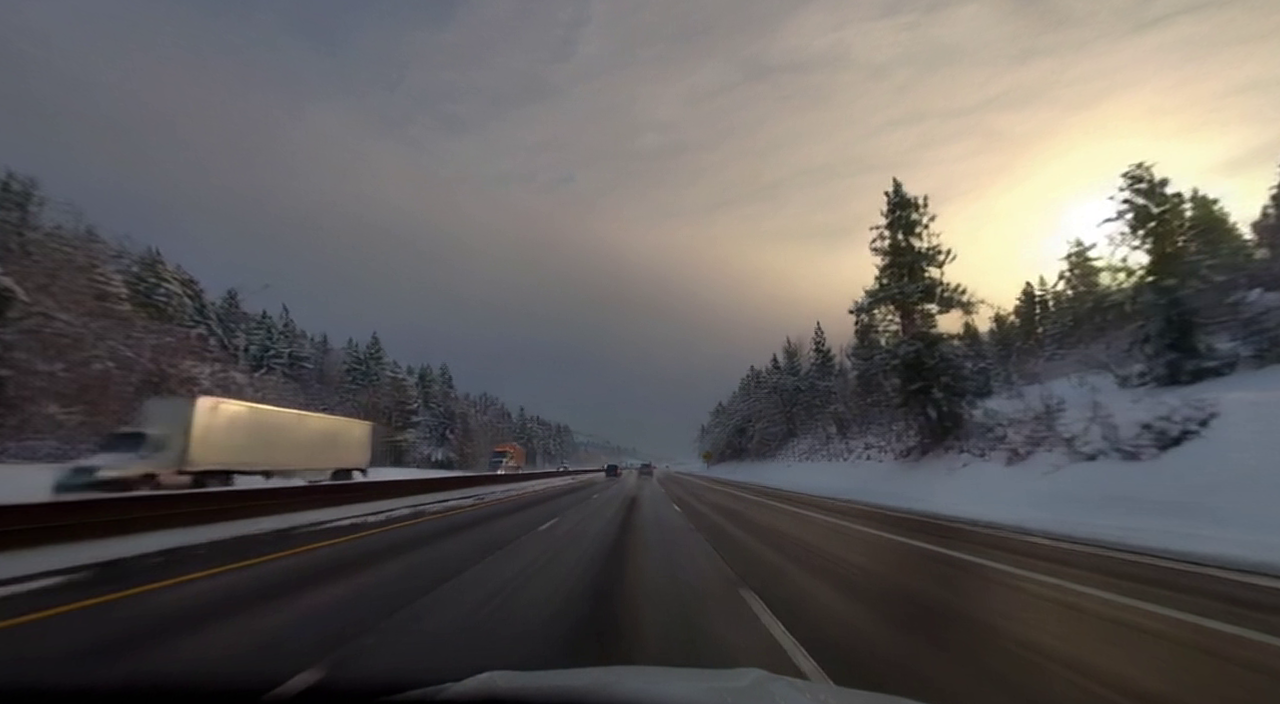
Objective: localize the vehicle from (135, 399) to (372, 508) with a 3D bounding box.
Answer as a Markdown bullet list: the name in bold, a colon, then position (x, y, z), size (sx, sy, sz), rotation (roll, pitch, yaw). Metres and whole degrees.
- **vehicle**: position (-16.953, 4.896, 29.660), size (2.806, 3.974, 12.703), rotation (1, -11, 1)

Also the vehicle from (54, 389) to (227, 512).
- **vehicle**: position (-17.096, 3.441, 21.877), size (2.964, 3.880, 3.101), rotation (1, -11, 1)
